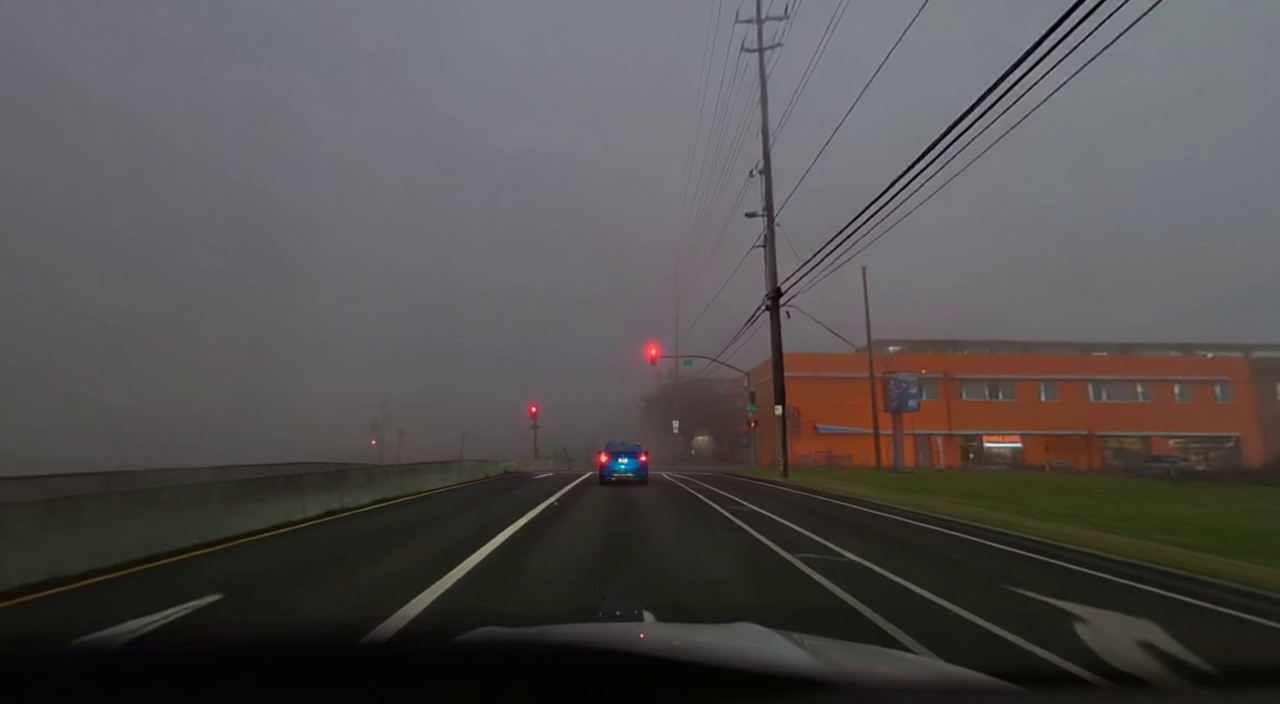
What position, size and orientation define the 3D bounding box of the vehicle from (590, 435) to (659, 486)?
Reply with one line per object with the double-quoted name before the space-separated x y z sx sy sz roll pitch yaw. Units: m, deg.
"vehicle" -0.519 3.614 21.400 2.123 1.566 3.662 0 -8 -1
